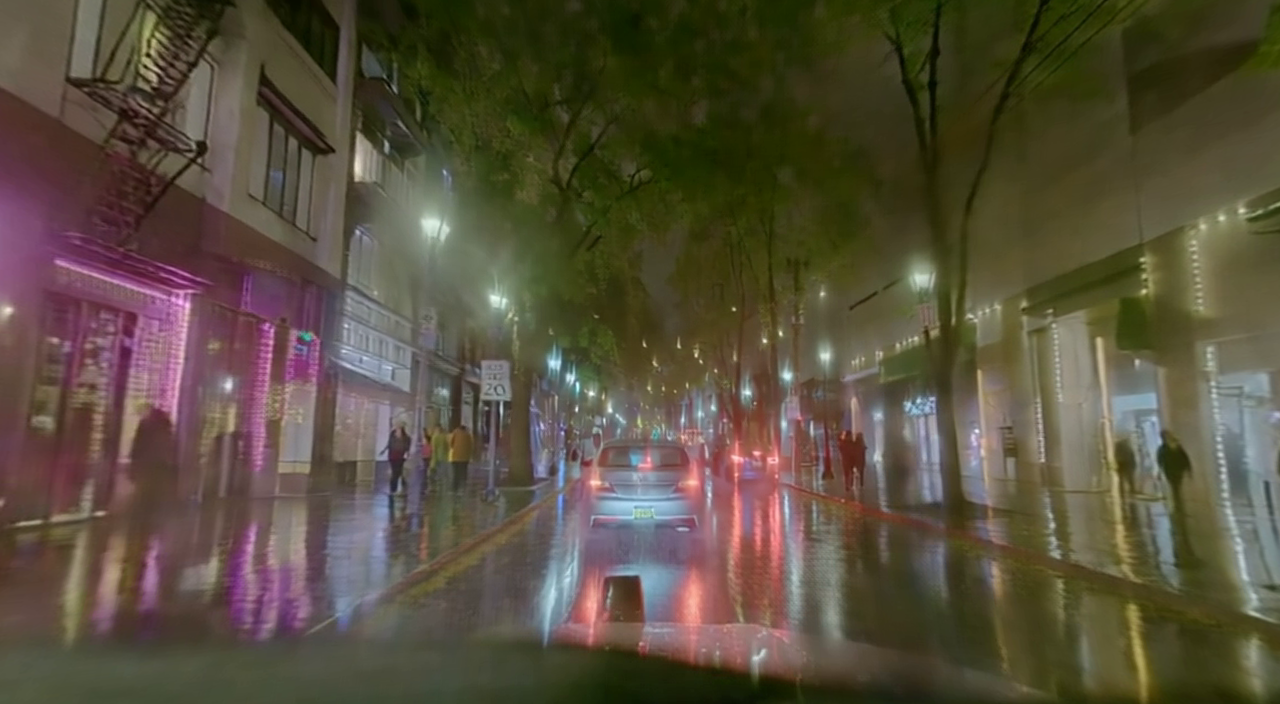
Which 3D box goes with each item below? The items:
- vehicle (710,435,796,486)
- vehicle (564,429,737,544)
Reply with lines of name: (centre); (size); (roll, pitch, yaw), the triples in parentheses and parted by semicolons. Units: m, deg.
vehicle: (3.664, 3.617, 21.325); (2.025, 1.523, 4.426); (0, -9, -1)
vehicle: (0.108, 2.076, 10.405); (2.261, 1.474, 4.130); (0, -8, -1)
